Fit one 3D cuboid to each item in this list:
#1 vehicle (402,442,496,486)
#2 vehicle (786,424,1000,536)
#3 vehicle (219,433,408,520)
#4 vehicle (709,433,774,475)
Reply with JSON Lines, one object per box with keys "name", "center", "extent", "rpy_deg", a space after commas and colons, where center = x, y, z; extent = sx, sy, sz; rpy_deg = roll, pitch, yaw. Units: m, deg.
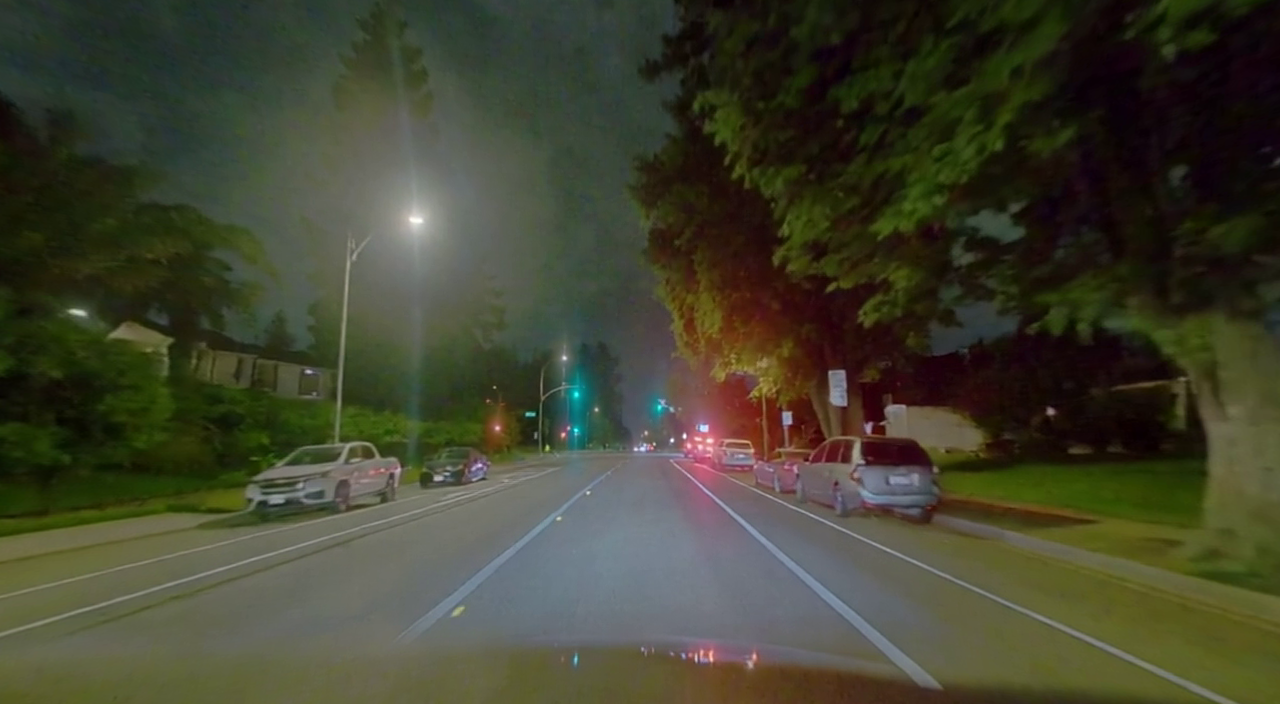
{"name": "vehicle", "center": [-7.073, 4.197, 23.907], "extent": [2.041, 1.489, 4.439], "rpy_deg": [-1, -8, 2]}
{"name": "vehicle", "center": [4.499, 2.358, 12.322], "extent": [2.118, 1.701, 5.067], "rpy_deg": [0, -8, 0]}
{"name": "vehicle", "center": [-7.377, 2.826, 14.884], "extent": [1.985, 1.714, 4.395], "rpy_deg": [-1, -8, 2]}
{"name": "vehicle", "center": [4.808, 4.930, 30.669], "extent": [2.279, 1.829, 4.859], "rpy_deg": [0, -9, 0]}
